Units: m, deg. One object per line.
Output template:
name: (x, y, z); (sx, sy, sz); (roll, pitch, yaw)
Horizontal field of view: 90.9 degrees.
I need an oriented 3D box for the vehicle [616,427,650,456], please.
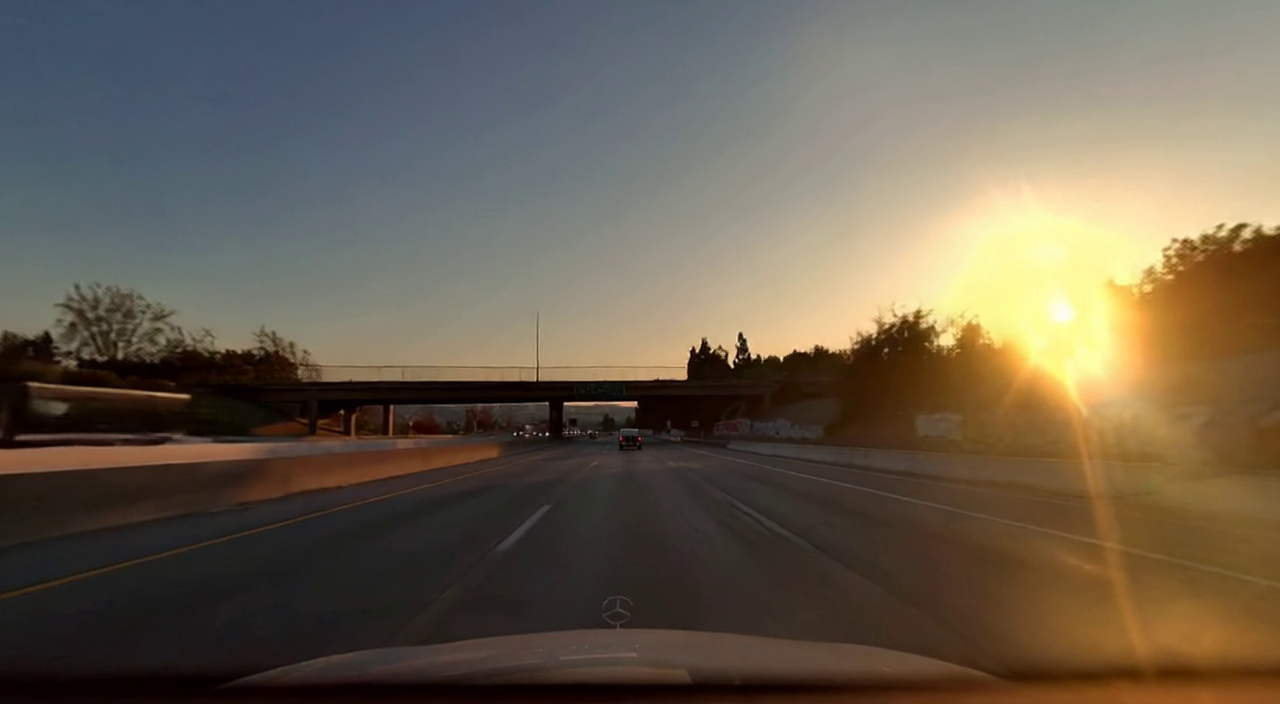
vehicle: (-0.565, 6.295, 44.446); (2.277, 1.913, 4.510); (0, -8, -3)
